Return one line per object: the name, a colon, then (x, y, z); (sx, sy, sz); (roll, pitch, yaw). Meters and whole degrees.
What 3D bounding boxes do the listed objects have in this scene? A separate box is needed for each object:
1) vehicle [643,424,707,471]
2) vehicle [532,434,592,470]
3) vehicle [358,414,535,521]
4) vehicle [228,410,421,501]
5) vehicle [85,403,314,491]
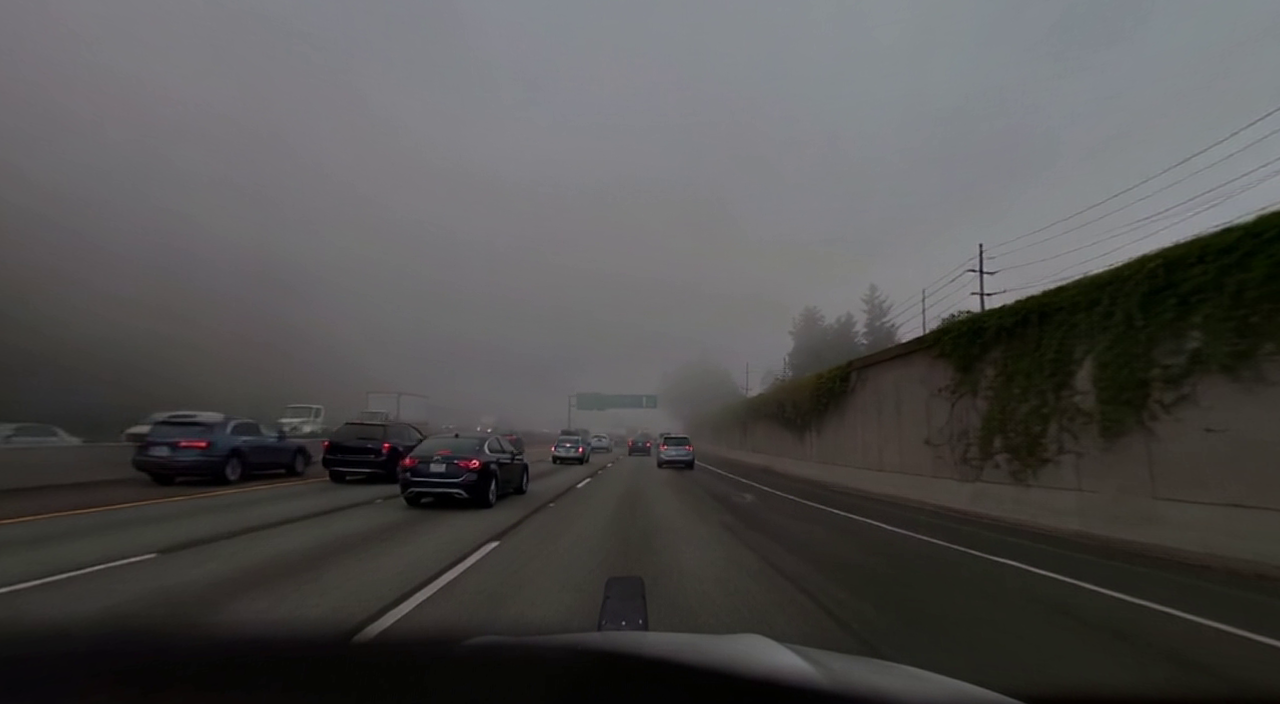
vehicle: (1.649, 4.832, 32.186); (2.793, 2.132, 5.682); (0, -8, -1)
vehicle: (-3.465, 4.539, 28.954); (2.049, 1.530, 4.707); (0, -8, 1)
vehicle: (-3.521, 2.189, 12.536); (2.026, 1.719, 4.490); (0, -8, 1)
vehicle: (-7.250, 2.427, 15.236); (2.222, 1.825, 4.640); (0, -8, 0)
vehicle: (-10.683, 2.364, 15.963); (2.089, 1.847, 4.981); (0, -8, 1)
